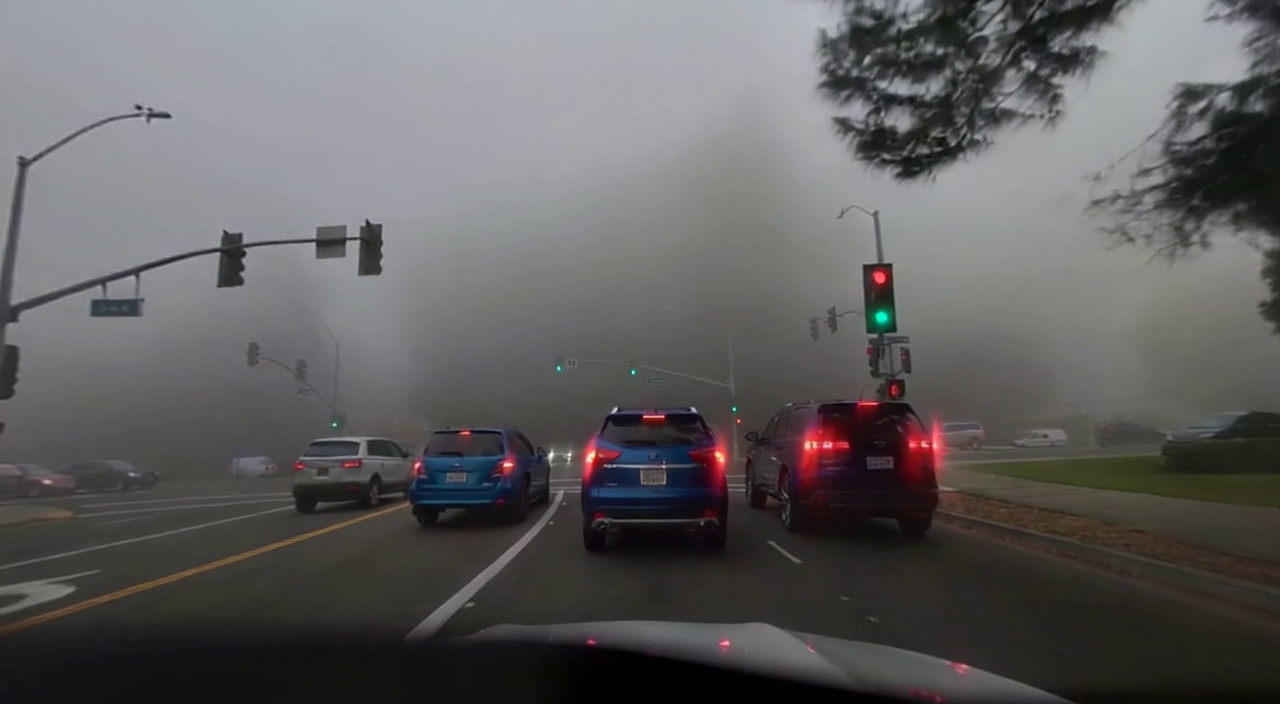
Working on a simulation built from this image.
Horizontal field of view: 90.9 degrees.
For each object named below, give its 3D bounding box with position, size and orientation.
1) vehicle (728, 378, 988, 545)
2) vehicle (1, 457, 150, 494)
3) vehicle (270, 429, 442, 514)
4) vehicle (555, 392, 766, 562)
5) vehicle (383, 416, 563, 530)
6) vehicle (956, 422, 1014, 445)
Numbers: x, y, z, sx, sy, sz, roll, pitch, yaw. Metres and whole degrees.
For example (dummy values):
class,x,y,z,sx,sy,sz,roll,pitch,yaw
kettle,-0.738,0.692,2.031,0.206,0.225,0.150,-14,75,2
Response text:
class,x,y,z,sx,sy,sz,roll,pitch,yaw
vehicle,3.105,1.778,10.736,2.338,2.063,5.672,0,-9,0
vehicle,-23.999,5.239,26.911,4.383,1.456,1.999,0,-9,-1
vehicle,-6.332,2.702,14.758,2.052,1.664,4.476,0,-8,-2
vehicle,0.200,1.636,8.850,2.235,1.778,4.178,0,-8,0
vehicle,-2.739,2.131,11.626,2.058,1.659,4.514,0,-9,0
vehicle,23.776,5.684,43.578,1.830,1.516,3.943,0,-9,1
